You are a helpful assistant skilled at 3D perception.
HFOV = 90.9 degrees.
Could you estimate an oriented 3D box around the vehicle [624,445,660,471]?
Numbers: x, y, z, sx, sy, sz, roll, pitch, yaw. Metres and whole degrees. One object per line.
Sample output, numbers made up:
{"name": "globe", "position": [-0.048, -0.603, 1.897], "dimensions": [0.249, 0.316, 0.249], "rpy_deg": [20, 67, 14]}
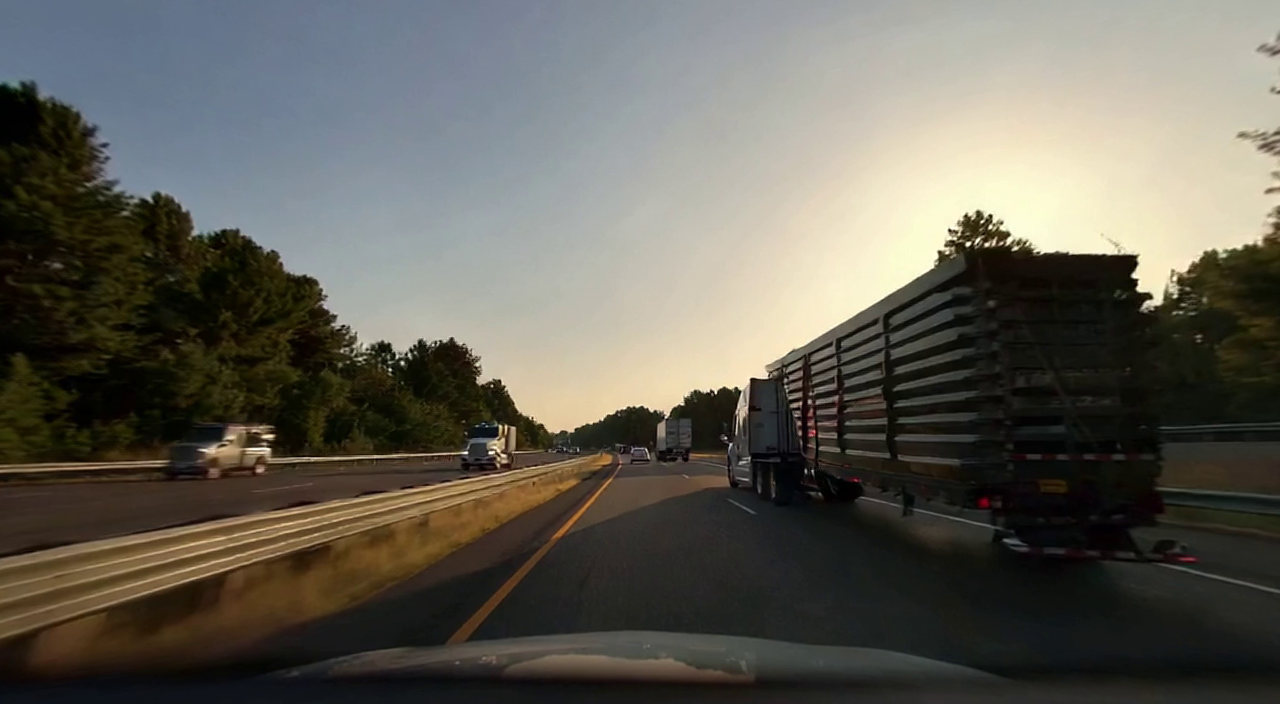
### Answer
{"name": "vehicle", "position": [0.065, 6.569, 39.138], "dimensions": [2.051, 1.513, 4.511], "rpy_deg": [0, -9, -1]}

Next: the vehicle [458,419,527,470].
{"name": "vehicle", "position": [-9.025, 5.817, 39.416], "dimensions": [2.632, 2.884, 7.040], "rpy_deg": [0, -9, 0]}

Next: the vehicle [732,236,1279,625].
{"name": "vehicle", "position": [4.546, 1.743, 12.929], "dimensions": [2.867, 3.571, 14.305], "rpy_deg": [0, -9, -1]}

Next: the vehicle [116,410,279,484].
{"name": "vehicle", "position": [-17.314, 3.802, 25.174], "dimensions": [2.352, 2.601, 5.466], "rpy_deg": [0, -9, 2]}
